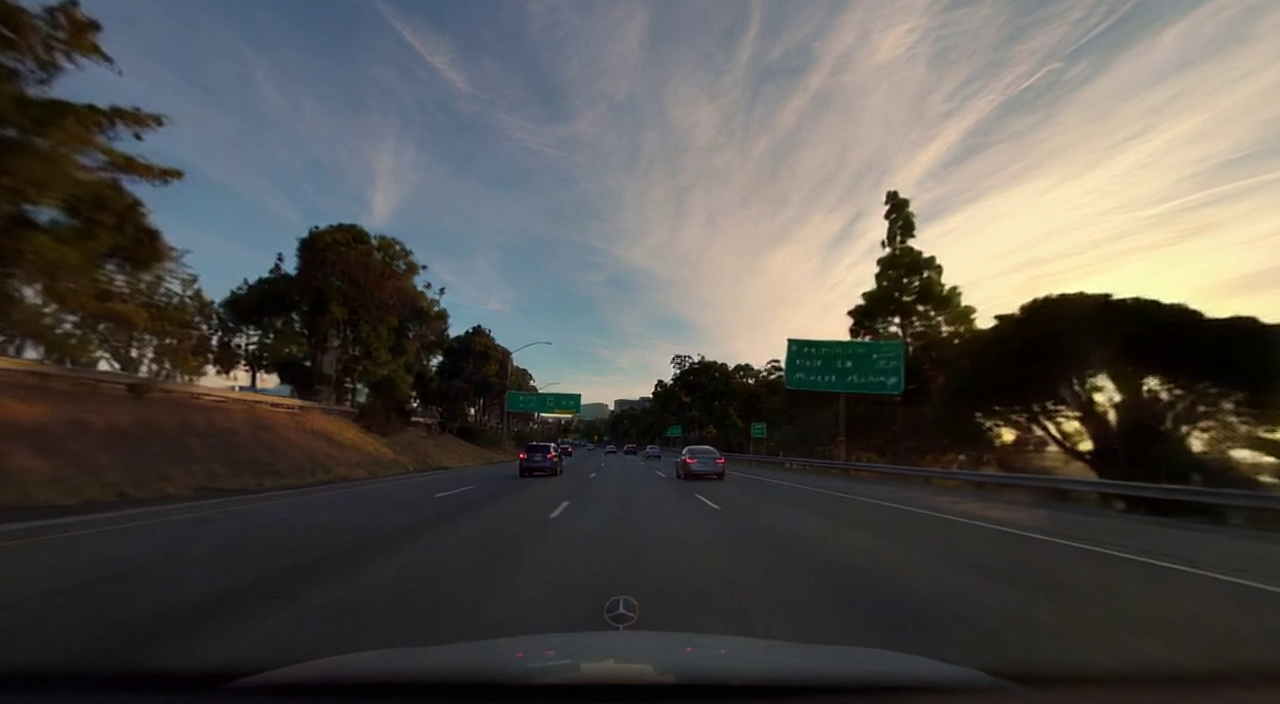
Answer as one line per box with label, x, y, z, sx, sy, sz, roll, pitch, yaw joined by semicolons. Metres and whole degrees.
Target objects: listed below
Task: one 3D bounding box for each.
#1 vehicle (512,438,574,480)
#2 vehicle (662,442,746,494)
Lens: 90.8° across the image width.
vehicle;-4.315;4.854;28.958;2.244;1.755;4.417;0;-9;-1
vehicle;1.897;3.638;20.163;1.947;1.437;4.345;0;-9;-4
